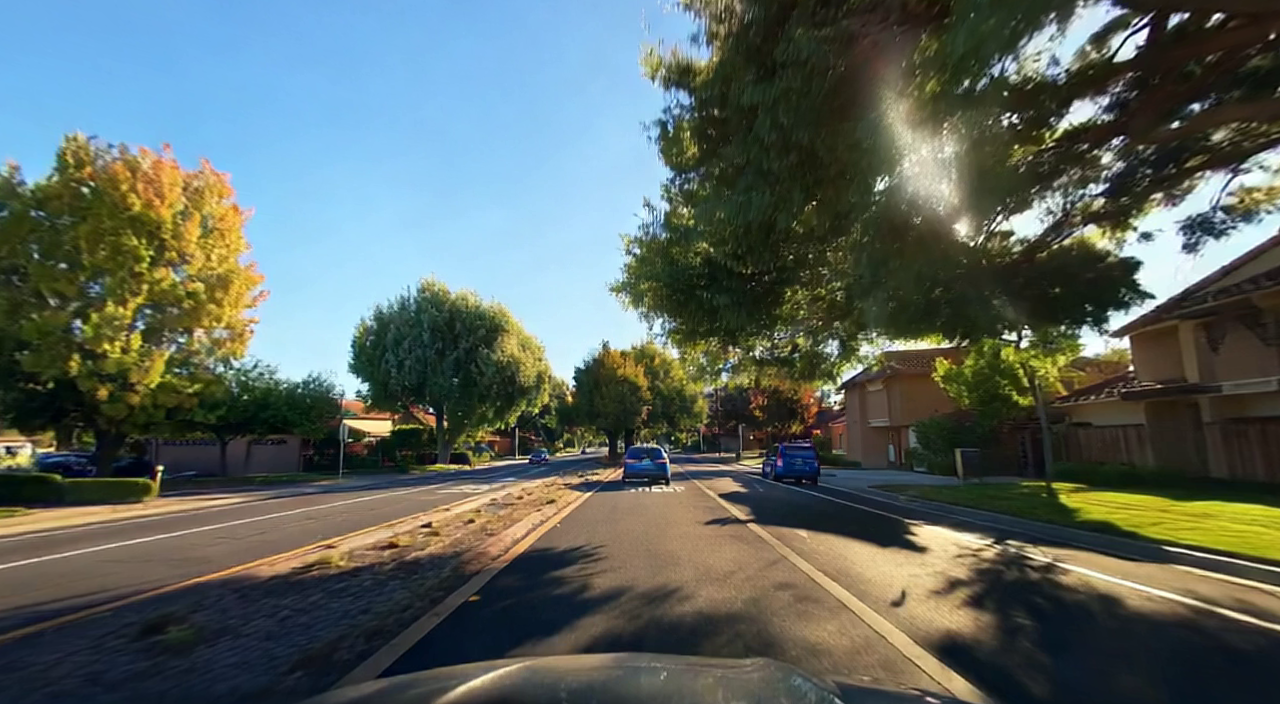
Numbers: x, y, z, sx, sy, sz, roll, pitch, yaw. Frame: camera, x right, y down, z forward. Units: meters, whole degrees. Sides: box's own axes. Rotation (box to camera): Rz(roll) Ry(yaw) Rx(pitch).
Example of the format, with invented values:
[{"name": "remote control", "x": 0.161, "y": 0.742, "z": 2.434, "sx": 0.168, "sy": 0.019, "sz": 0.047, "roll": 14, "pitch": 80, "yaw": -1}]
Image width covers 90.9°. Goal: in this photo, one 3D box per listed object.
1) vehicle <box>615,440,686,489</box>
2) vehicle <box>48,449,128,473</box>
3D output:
[{"name": "vehicle", "x": 0.326, "y": 3.821, "z": 21.854, "sx": 2.158, "sy": 1.469, "sz": 4.909, "roll": 0, "pitch": -9, "yaw": 0}, {"name": "vehicle", "x": -39.054, "y": 7.687, "z": 44.699, "sx": 1.858, "sy": 1.621, "sz": 3.767, "roll": -2, "pitch": -9, "yaw": 12}]
